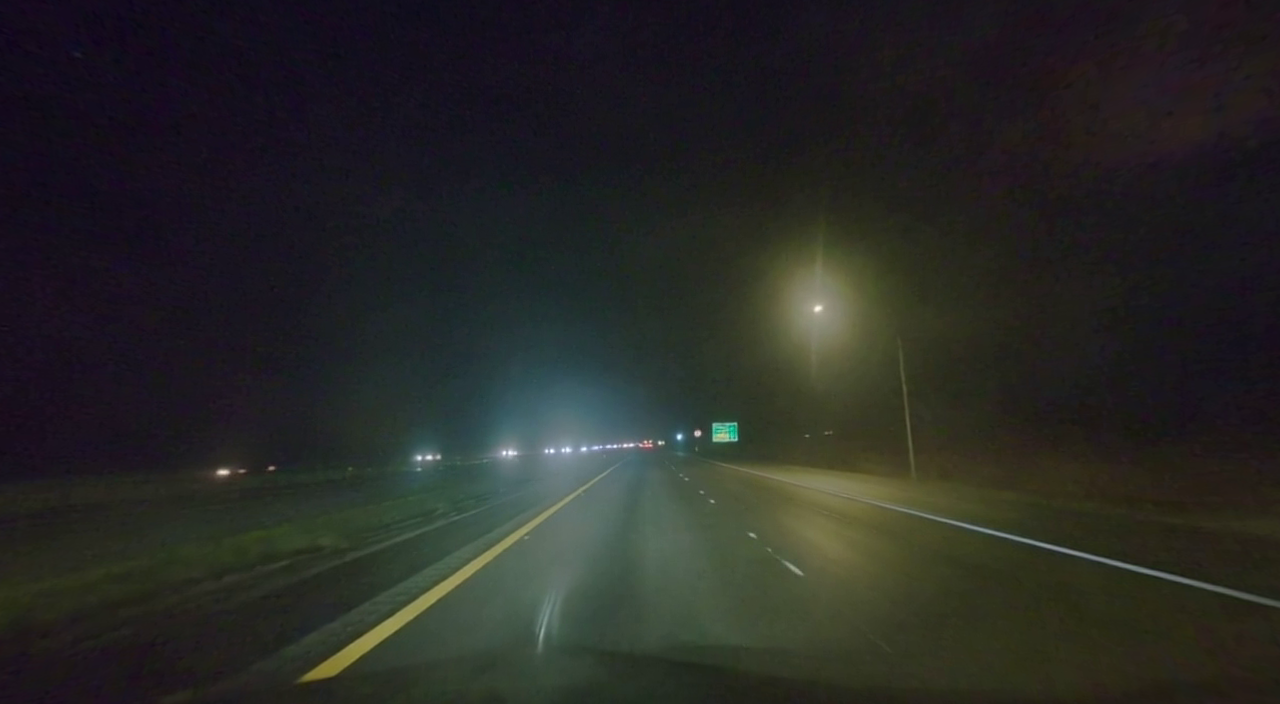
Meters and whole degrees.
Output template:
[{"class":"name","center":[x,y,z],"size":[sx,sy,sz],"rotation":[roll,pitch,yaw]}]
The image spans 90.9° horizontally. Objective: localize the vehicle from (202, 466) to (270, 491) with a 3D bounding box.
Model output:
[{"class":"vehicle","center":[-28.915,9.043,45.281],"size":[1.815,1.479,4.533],"rotation":[0,-8,1]}]
